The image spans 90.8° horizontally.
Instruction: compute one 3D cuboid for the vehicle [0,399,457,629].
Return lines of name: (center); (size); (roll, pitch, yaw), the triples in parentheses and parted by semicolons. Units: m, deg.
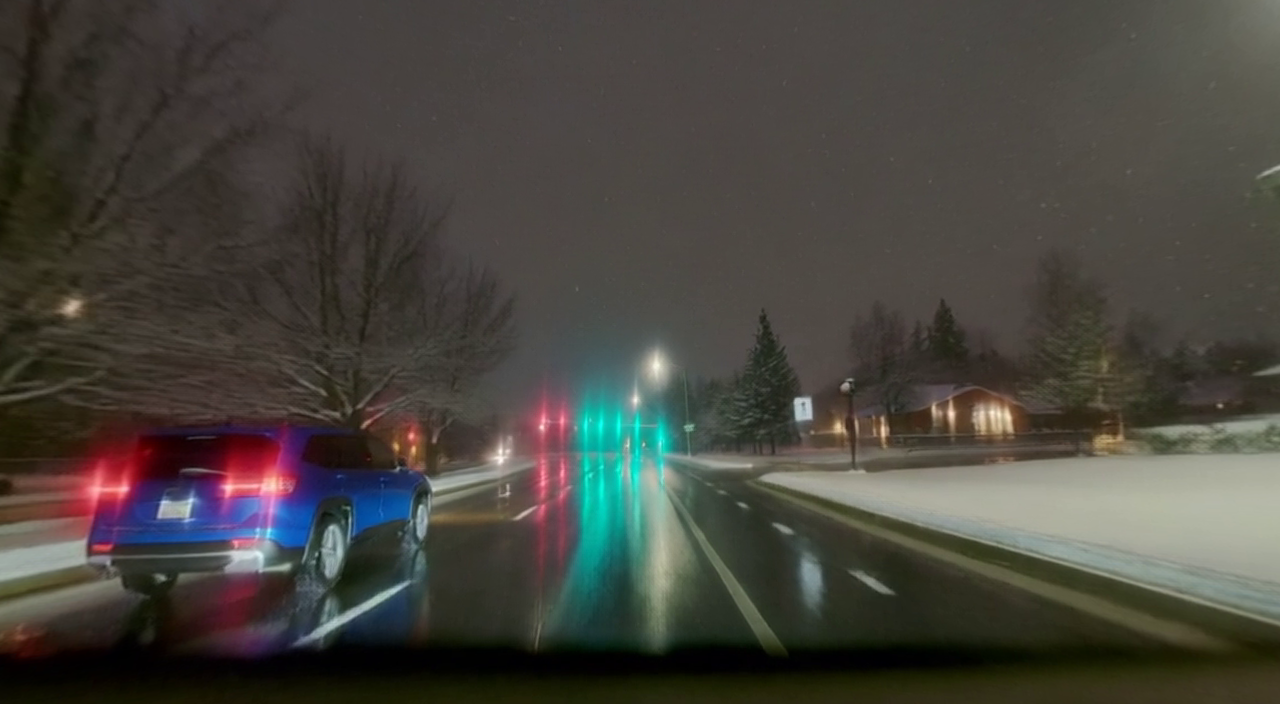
vehicle: (-3.770, 1.562, 7.052); (2.121, 1.724, 4.392); (0, -9, 0)
